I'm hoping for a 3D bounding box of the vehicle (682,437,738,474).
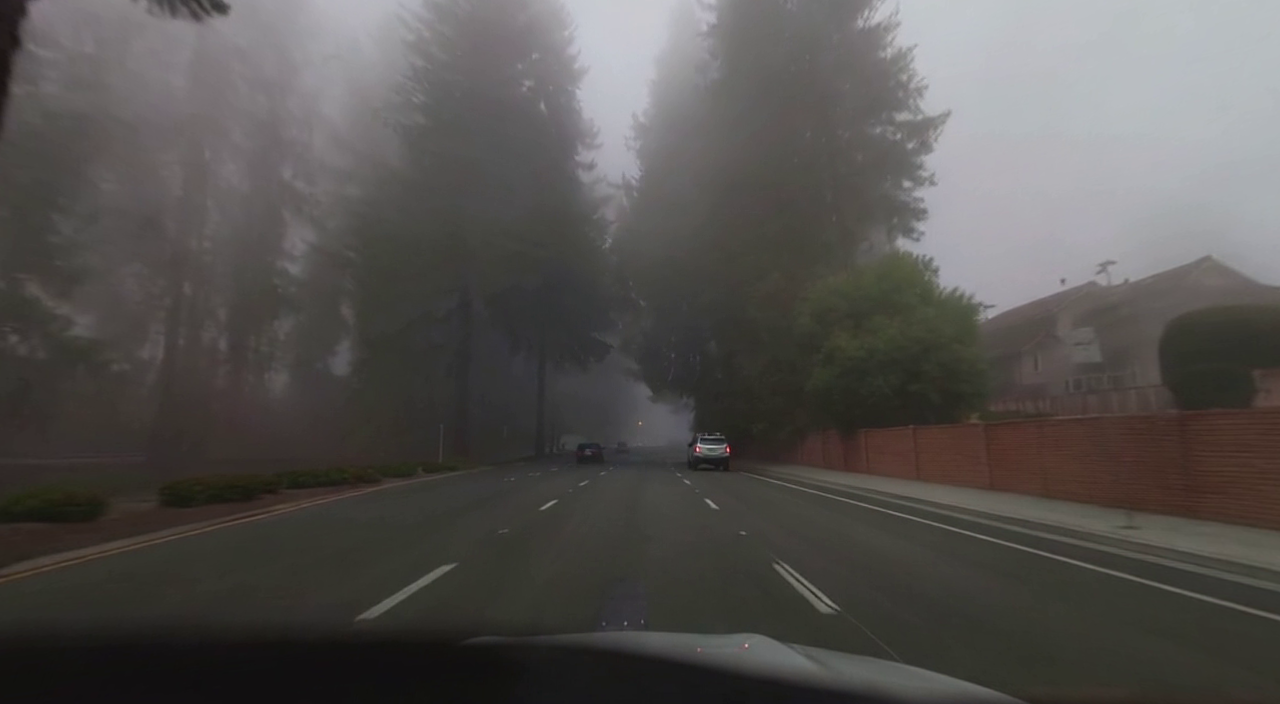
[{"bbox_3d":[3.415,5.168,31.825,2.321,1.695,5.037,0,-8,1],"label":"vehicle"}]
